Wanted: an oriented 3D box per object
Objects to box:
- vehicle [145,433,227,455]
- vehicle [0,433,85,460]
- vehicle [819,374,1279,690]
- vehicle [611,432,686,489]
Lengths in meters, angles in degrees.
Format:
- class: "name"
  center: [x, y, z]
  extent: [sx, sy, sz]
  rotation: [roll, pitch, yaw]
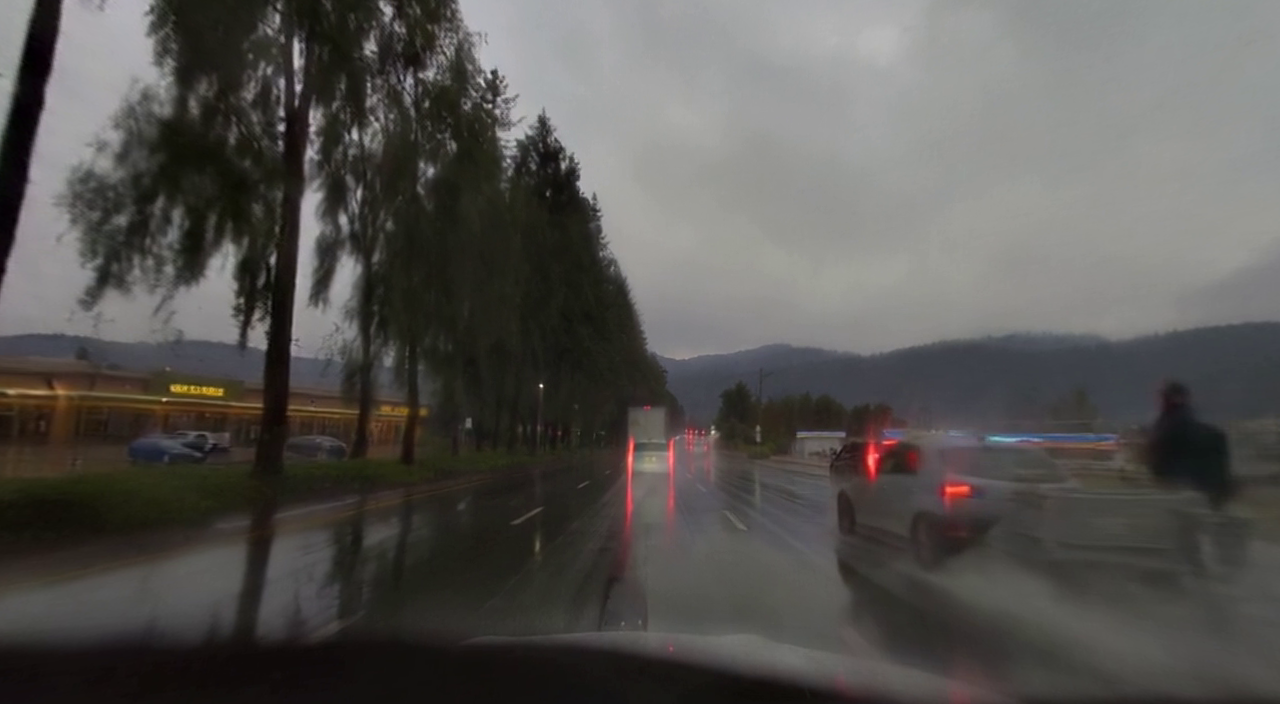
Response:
- class: "vehicle"
  center: [-35.417, 7.193, 49.150]
  extent: [4.786, 1.697, 1.895]
  rotation: [4, -9, -25]
- class: "vehicle"
  center: [-35.574, 5.565, 37.006]
  extent: [3.714, 1.510, 1.917]
  rotation: [4, -9, -25]
- class: "vehicle"
  center: [3.315, 1.287, 5.701]
  extent: [2.010, 1.692, 4.516]
  rotation: [0, -8, 0]
- class: "vehicle"
  center: [0.246, 3.445, 20.301]
  extent: [2.193, 1.651, 3.946]
  rotation: [0, -8, 0]
